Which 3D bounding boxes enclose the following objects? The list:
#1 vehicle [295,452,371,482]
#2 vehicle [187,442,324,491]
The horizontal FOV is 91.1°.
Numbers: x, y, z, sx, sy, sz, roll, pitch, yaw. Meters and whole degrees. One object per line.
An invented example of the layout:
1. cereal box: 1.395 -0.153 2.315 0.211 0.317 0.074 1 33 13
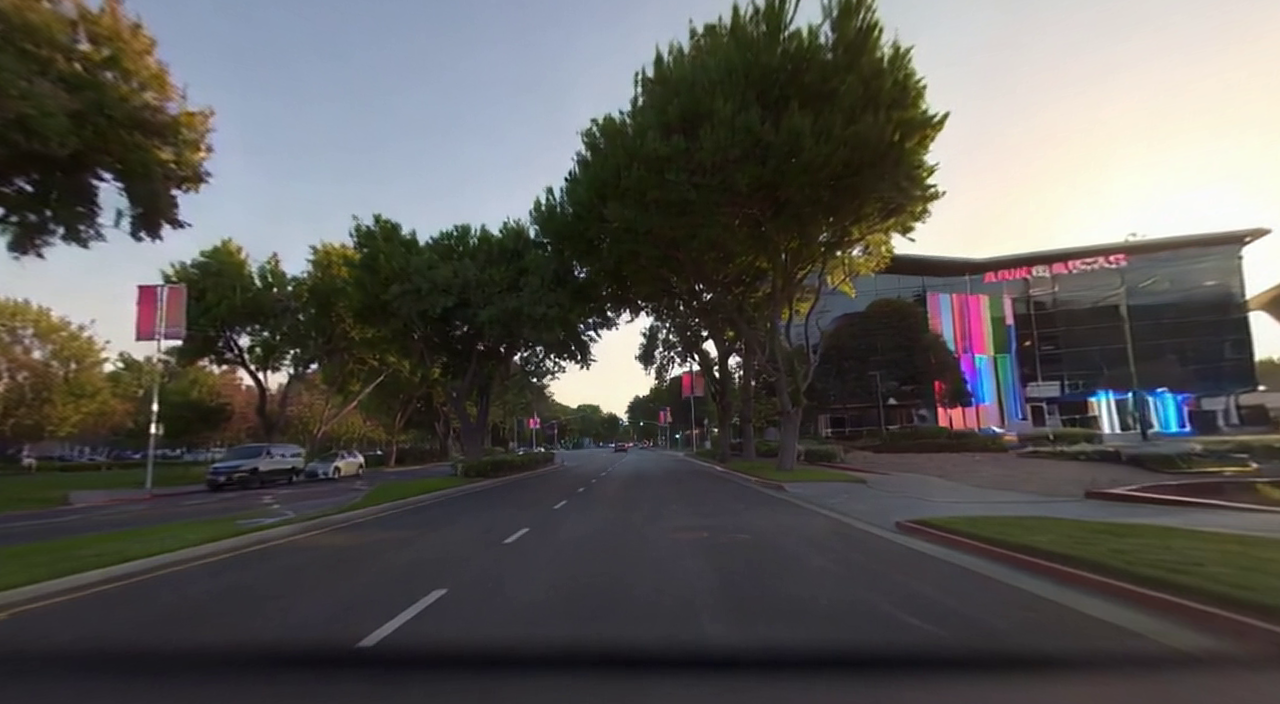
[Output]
1. vehicle: -17.581 6.586 36.199 1.933 1.521 4.771 0 -9 0
2. vehicle: -17.436 5.174 28.977 2.617 1.997 5.830 0 -9 0
